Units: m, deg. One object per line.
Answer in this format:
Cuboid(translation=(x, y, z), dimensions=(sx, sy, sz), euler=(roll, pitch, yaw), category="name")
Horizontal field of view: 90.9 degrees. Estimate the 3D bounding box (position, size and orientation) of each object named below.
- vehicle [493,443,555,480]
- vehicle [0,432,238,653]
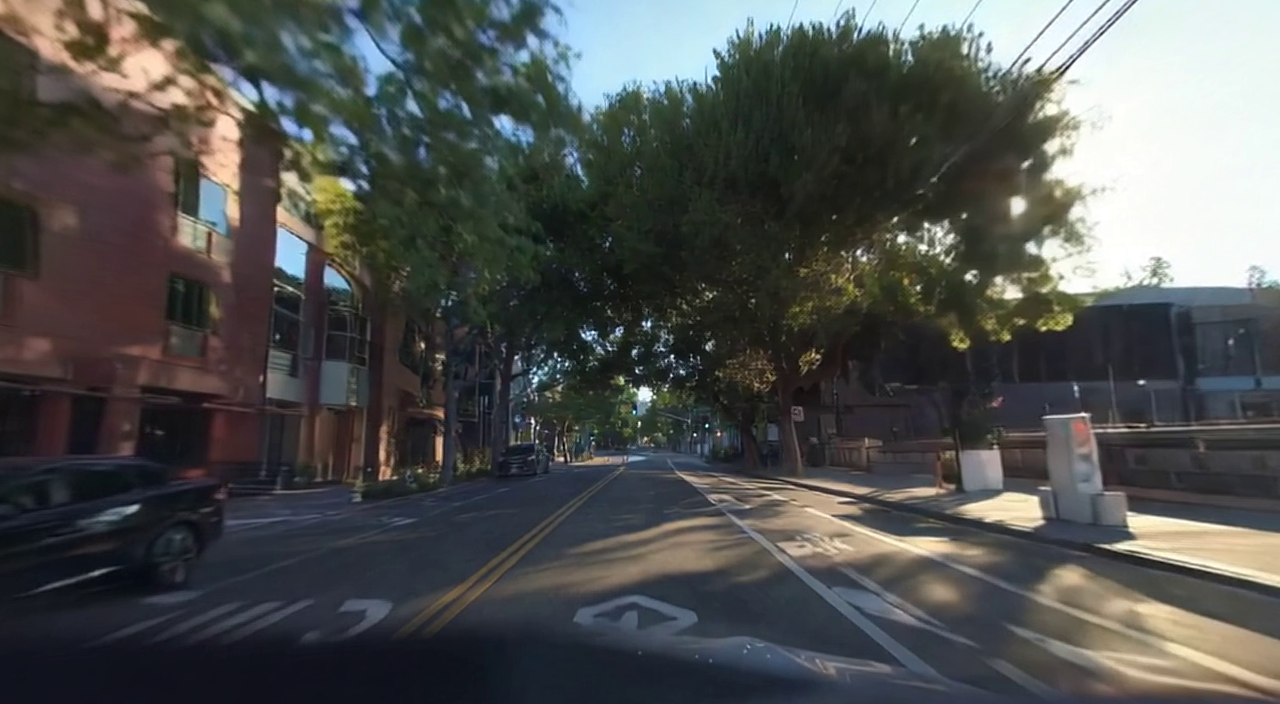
Cuboid(translation=(-5.744, 5.493, 31.878), dimensions=(2.147, 1.701, 4.879), euler=(0, -8, 1), category="vehicle")
Cuboid(translation=(-5.970, 1.517, 5.240), dimensions=(2.223, 1.658, 4.621), euler=(0, -8, -1), category="vehicle")
